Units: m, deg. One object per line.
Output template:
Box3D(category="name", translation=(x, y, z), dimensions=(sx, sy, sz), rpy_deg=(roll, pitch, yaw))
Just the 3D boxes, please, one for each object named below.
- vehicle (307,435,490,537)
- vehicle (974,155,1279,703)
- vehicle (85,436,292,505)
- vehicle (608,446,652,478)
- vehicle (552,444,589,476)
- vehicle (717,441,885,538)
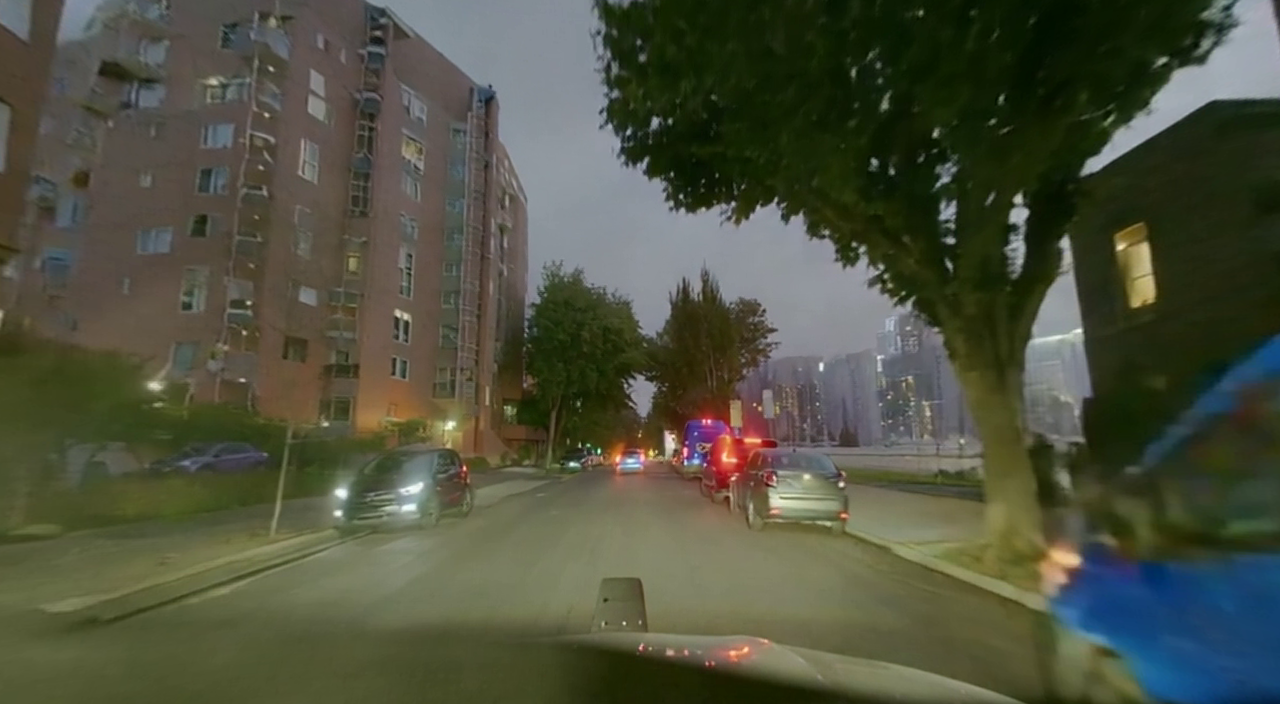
Box3D(category="vehicle", translation=(-4.819, 2.668, 13.458), dimensions=(2.090, 1.497, 4.639), rpy_deg=(1, -4, 0))
Box3D(category="vehicle", translation=(2.684, 0.405, 0.452), dimensions=(2.303, 2.049, 4.719), rpy_deg=(0, -8, 1))
Box3D(category="vehicle", translation=(-11.254, 2.948, 16.186), dimensions=(1.795, 1.513, 4.442), rpy_deg=(-1, -8, 4))
Box3D(category="vehicle", translation=(-0.517, 5.597, 32.389), dimensions=(2.095, 1.510, 3.605), rpy_deg=(0, -8, -1))
Box3D(category="vehicle", translation=(-4.506, 7.029, 41.288), dimensions=(1.951, 1.662, 4.046), rpy_deg=(0, -4, 0))
Box3D(category="vehicle", translation=(2.707, 2.392, 11.653), dimensions=(1.906, 1.471, 3.941), rpy_deg=(0, -8, -3))
